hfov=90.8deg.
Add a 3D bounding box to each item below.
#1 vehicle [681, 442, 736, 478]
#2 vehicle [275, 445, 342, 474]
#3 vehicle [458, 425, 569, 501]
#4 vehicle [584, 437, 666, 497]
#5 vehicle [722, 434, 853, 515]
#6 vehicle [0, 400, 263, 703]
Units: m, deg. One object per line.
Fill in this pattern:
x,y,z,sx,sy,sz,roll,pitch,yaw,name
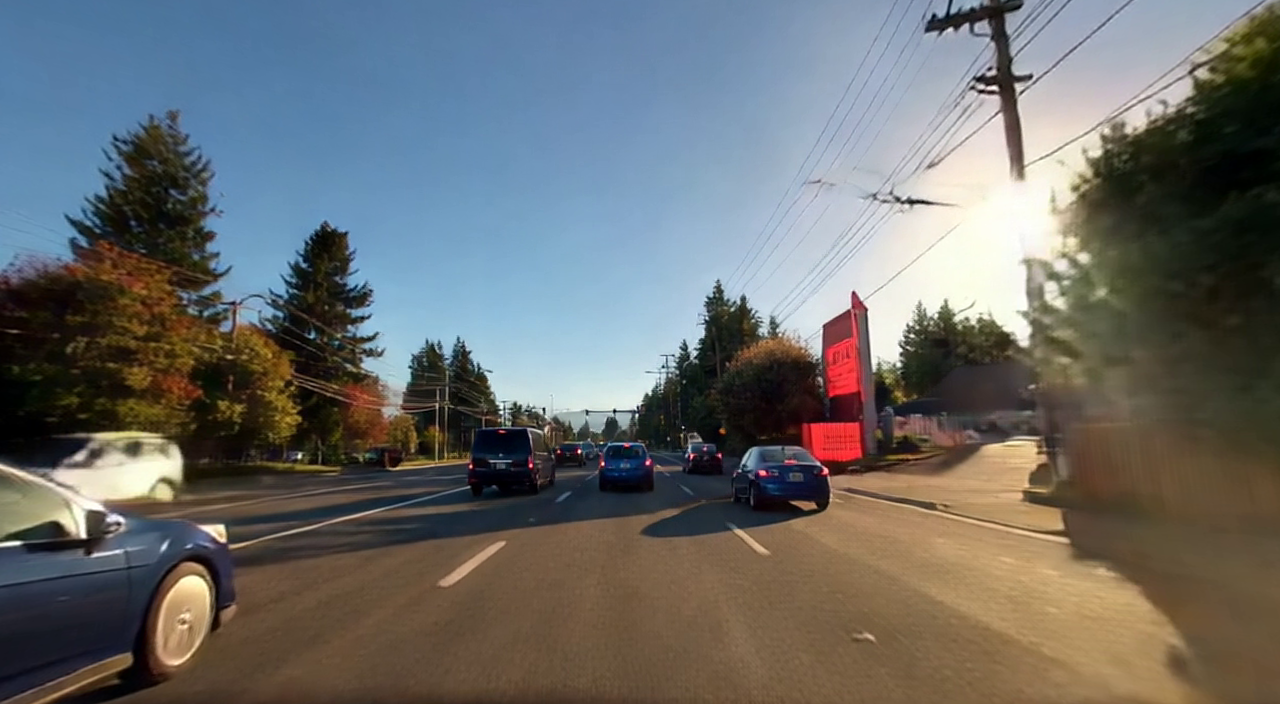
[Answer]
3.027,4.865,28.754,1.878,1.479,4.461,0,-9,-2,vehicle
-23.113,7.492,44.262,2.094,1.899,4.789,0,-9,-1,vehicle
-3.356,3.066,17.846,2.092,1.839,4.736,0,-9,1,vehicle
-0.393,3.243,18.130,2.097,1.511,3.809,0,-9,0,vehicle
3.055,2.608,13.931,1.880,1.521,3.724,0,-9,-2,vehicle
-3.340,0.814,1.651,2.004,1.454,4.349,0,-9,0,vehicle
